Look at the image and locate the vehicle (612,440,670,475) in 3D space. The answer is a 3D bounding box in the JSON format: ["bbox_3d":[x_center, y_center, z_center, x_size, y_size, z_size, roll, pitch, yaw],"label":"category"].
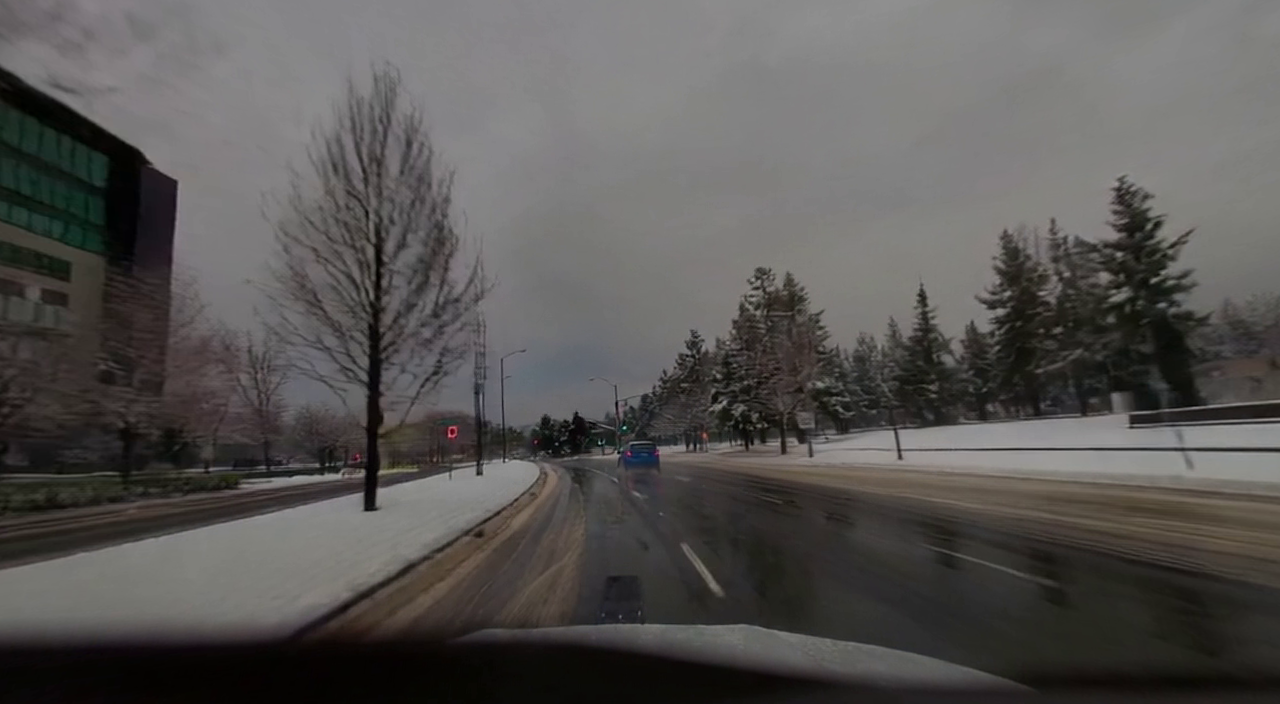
[{"bbox_3d":[-0.042,5.374,32.407,2.165,1.633,4.381,1,-9,-10],"label":"vehicle"}]
